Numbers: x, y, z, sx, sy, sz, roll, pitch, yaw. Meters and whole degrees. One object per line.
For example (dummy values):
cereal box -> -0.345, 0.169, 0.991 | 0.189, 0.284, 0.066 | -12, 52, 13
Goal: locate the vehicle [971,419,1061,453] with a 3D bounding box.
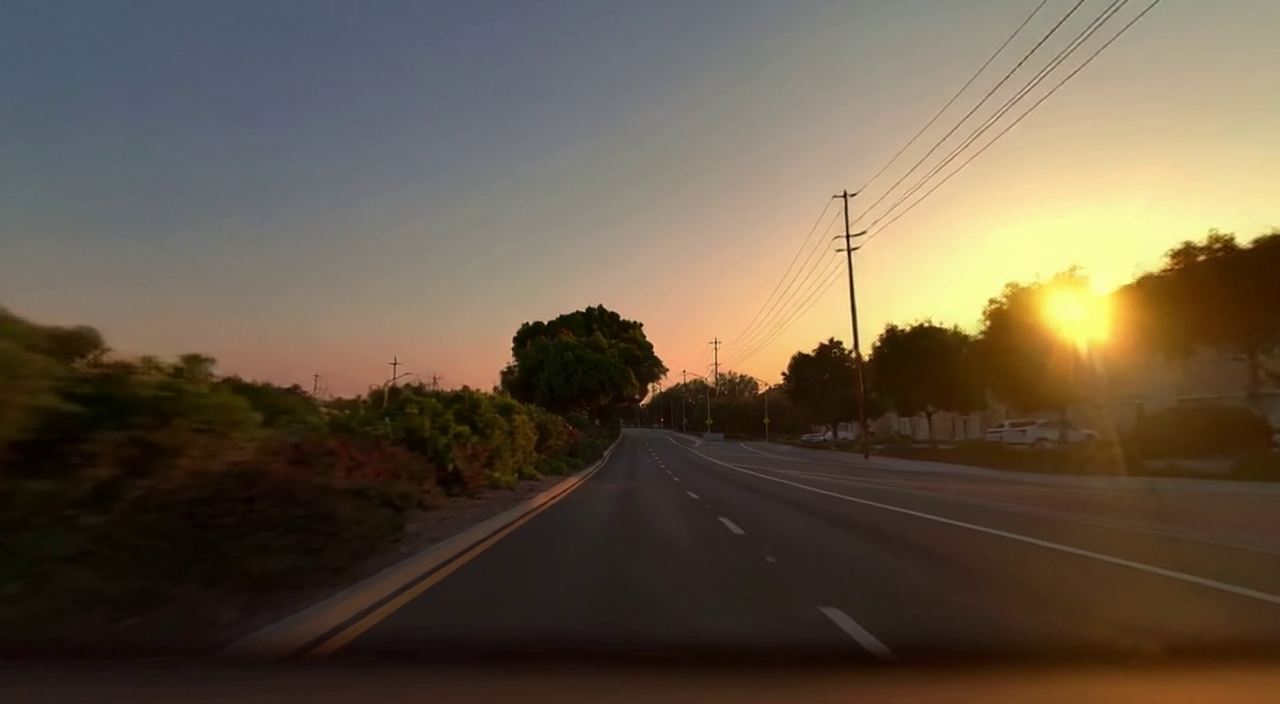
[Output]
vehicle -> 23.114, 5.262, 39.136 | 2.206, 1.947, 5.463 | 0, -8, 0

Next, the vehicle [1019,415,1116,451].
vehicle -> 26.237, 5.072, 39.054 | 2.212, 2.073, 5.220 | 0, -8, -1
